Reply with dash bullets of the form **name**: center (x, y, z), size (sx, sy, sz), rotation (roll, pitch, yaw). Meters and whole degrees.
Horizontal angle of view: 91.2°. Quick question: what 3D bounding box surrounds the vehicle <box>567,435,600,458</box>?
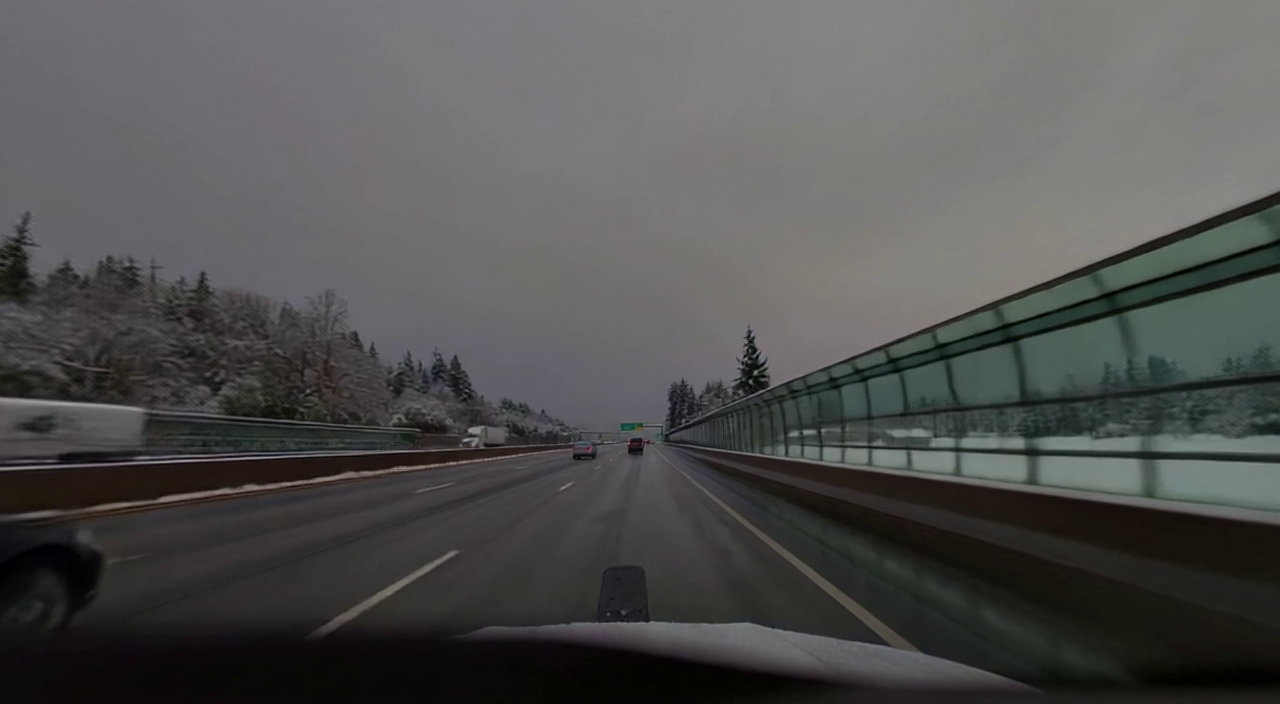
- **vehicle**: center (-4.110, 6.985, 46.372), size (2.063, 1.598, 4.189), rotation (0, -8, 1)
